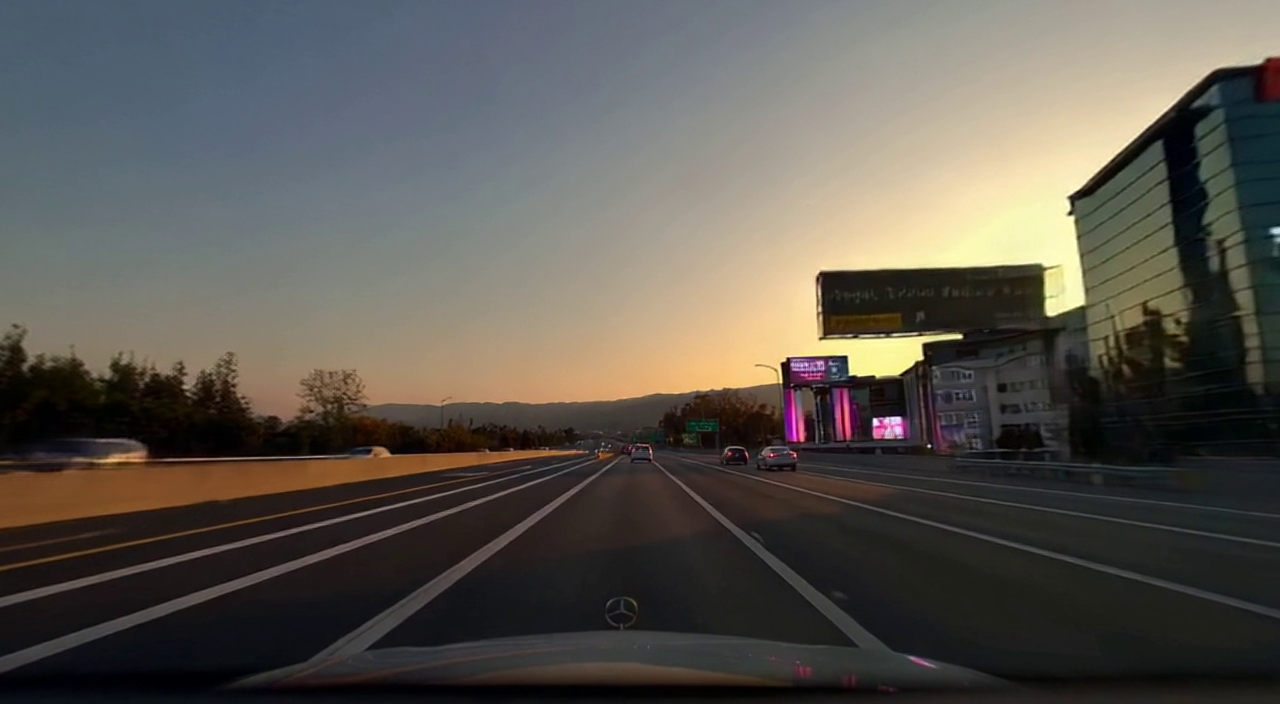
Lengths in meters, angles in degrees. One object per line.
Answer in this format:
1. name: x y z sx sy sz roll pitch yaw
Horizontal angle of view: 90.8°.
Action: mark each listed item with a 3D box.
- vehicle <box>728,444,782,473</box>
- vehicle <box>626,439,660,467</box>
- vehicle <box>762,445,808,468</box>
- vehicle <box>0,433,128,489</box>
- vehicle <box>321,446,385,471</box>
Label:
1. vehicle: 6.177 5.779 34.527 1.976 1.477 4.448 0 -9 -2
2. vehicle: 0.162 6.895 43.154 2.154 1.786 5.045 0 -9 -2
3. vehicle: 10.029 7.230 43.970 1.953 1.473 4.512 0 -9 -2
4. vehicle: -21.590 3.891 22.861 2.007 1.811 4.925 0 -9 -1
5. vehicle: -18.361 6.789 40.672 1.995 1.499 4.699 0 -9 -1
